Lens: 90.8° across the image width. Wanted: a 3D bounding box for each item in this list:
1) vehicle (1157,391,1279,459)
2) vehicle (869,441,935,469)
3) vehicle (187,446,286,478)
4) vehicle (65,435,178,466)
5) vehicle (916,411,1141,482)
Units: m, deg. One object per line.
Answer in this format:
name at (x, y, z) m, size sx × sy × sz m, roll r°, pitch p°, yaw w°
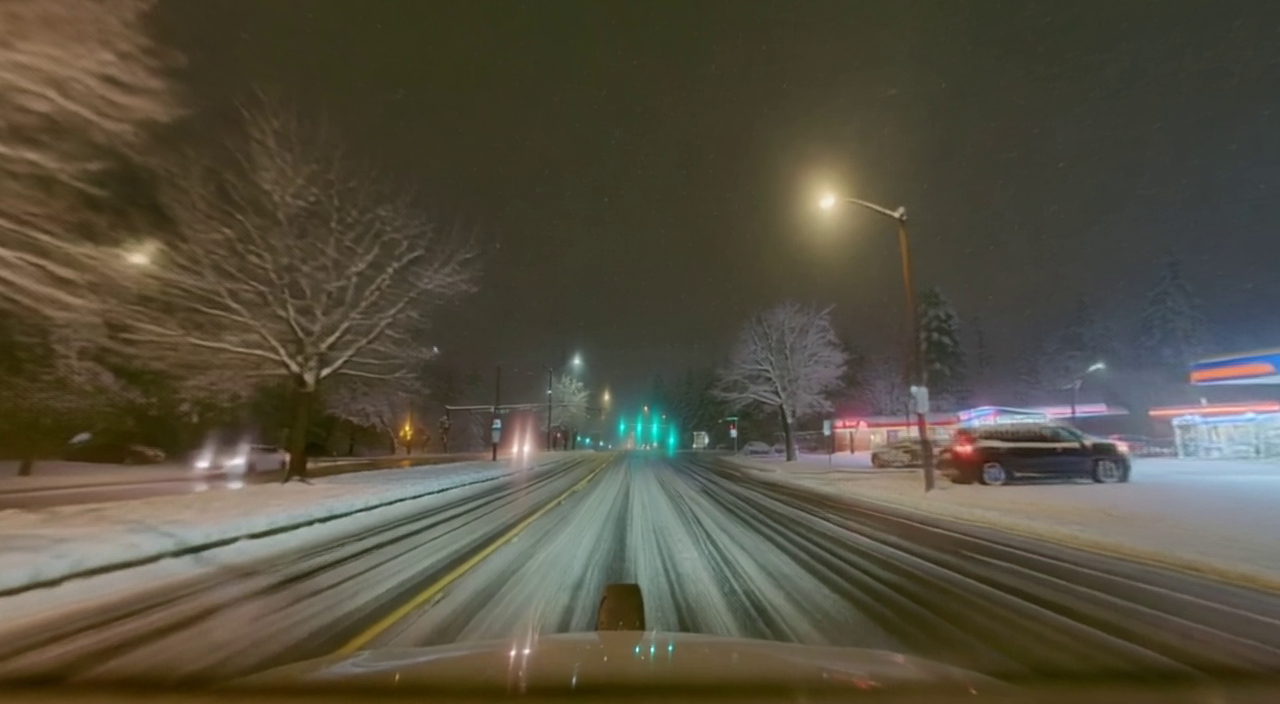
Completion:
vehicle at (38.035, 4.427, 37.753) m, size 11.260 × 3.858 × 3.063 m, roll 0°, pitch -9°, yaw 0°
vehicle at (14.837, 5.840, 36.042) m, size 1.920 × 1.471 × 4.516 m, roll 0°, pitch -8°, yaw 1°
vehicle at (-20.122, 5.461, 31.753) m, size 1.846 × 1.461 × 4.674 m, roll 0°, pitch -8°, yaw 1°
vehicle at (-35.884, 6.815, 44.042) m, size 2.667 × 1.929 × 6.076 m, roll -1°, pitch -8°, yaw 0°
vehicle at (13.312, 3.286, 22.058) m, size 6.063 × 2.313 × 2.534 m, roll 0°, pitch -8°, yaw 1°
